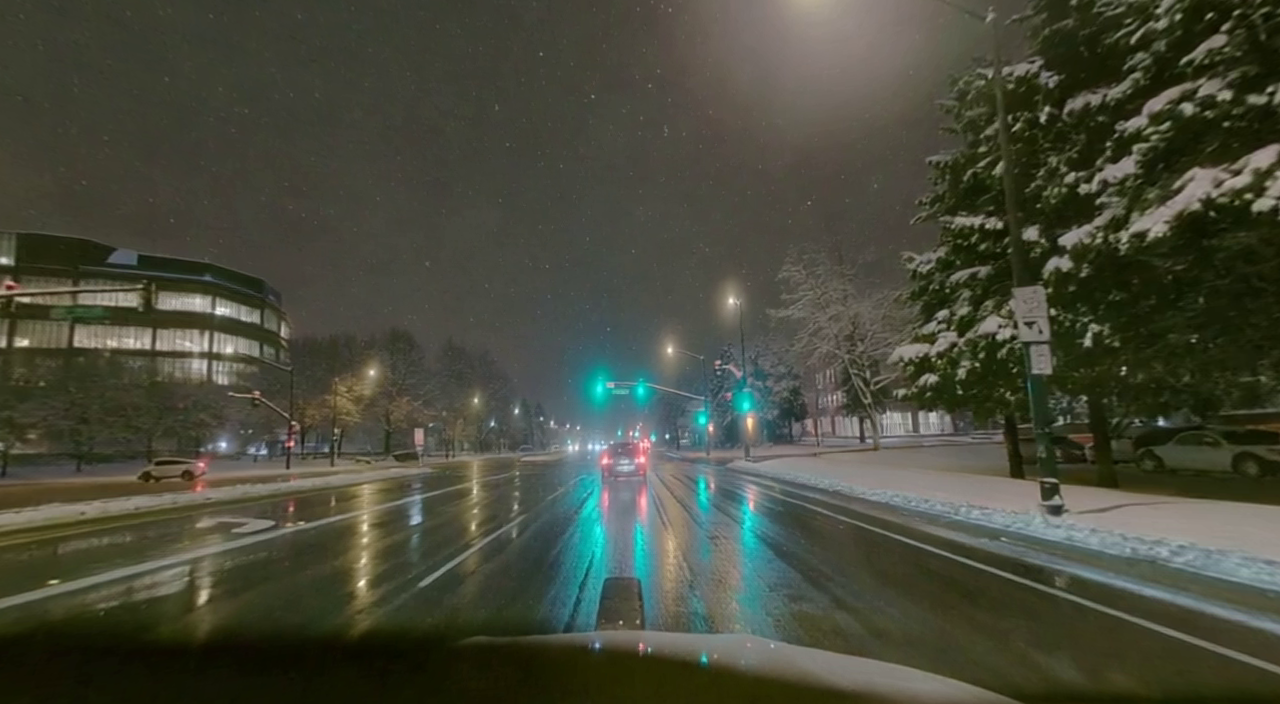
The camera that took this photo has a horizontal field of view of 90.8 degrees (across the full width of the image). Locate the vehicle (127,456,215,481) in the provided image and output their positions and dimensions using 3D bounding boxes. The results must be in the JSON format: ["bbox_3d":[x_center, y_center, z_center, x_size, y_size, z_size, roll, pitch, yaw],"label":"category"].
[{"bbox_3d":[-35.000,8.690,47.234,4.884,1.736,2.049,0,-9,-1],"label":"vehicle"}]

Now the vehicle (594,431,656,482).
[{"bbox_3d":[-0.565,3.908,23.806,2.130,1.711,4.038,0,-9,-1],"label":"vehicle"}]

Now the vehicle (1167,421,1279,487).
[{"bbox_3d":[16.132,2.551,16.206,3.499,1.419,1.792,-4,-8,-1],"label":"vehicle"}]
